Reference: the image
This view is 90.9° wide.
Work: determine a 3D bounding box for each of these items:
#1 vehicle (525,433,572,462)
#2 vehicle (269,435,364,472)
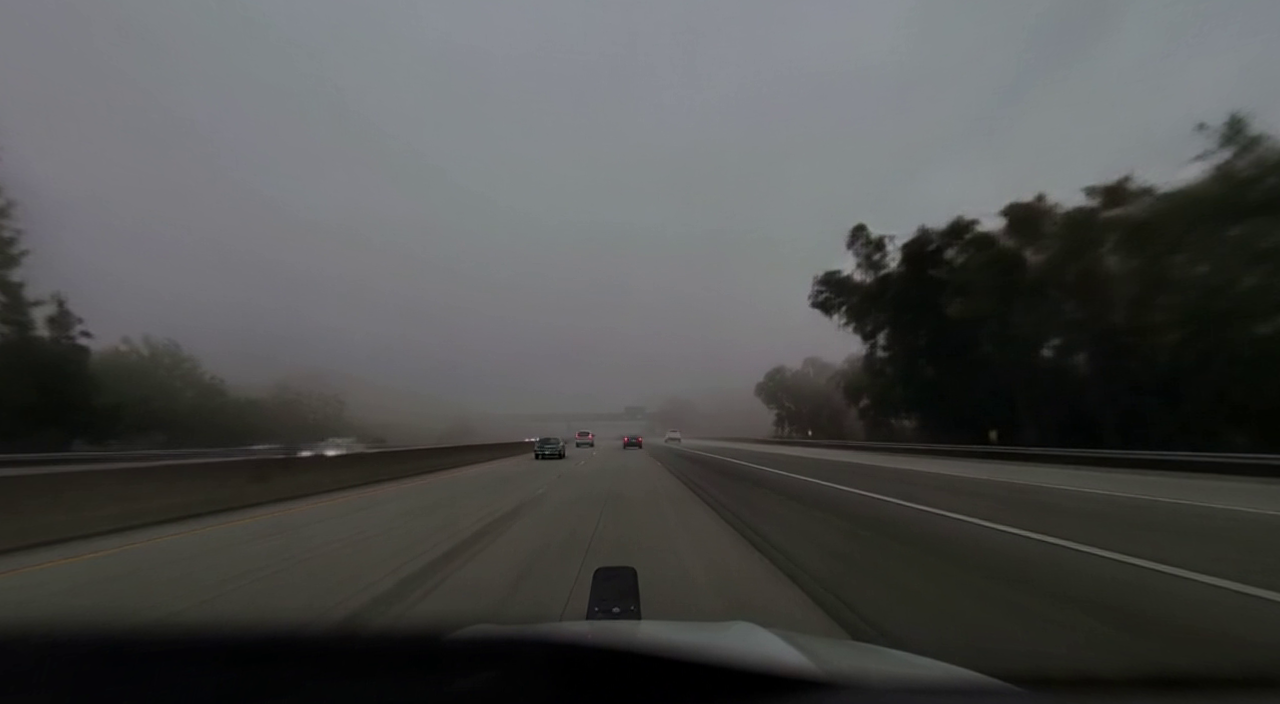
[{"bbox_3d":[-4.887,5.138,34.173,1.933,1.473,4.023,0,-8,-1],"label":"vehicle"},{"bbox_3d":[-13.677,4.282,26.963,1.784,1.443,4.402,0,-8,0],"label":"vehicle"}]
